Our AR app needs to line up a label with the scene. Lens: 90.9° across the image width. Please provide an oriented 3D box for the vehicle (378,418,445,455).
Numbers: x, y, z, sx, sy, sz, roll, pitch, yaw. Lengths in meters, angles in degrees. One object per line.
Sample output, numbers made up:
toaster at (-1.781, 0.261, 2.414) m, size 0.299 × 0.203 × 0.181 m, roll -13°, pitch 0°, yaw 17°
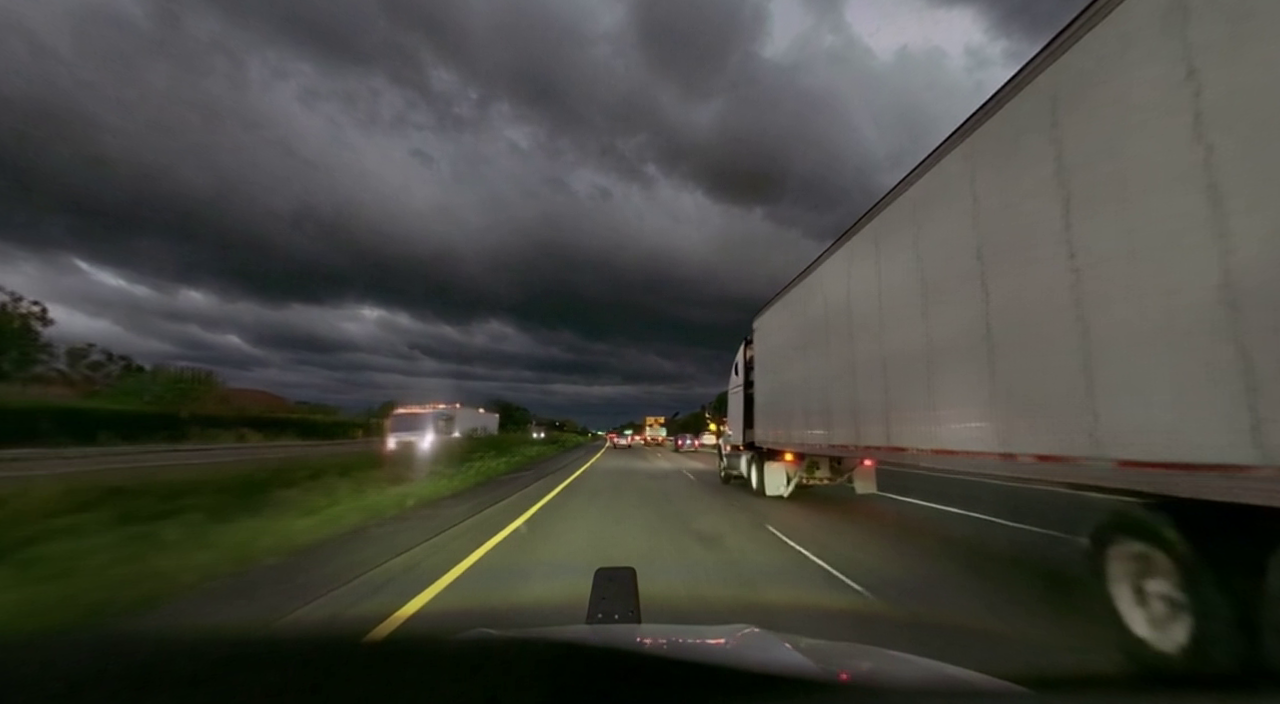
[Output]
vehicle at (-13.186, 4.911, 36.740) m, size 2.066 × 1.982 × 5.059 m, roll 0°, pitch -7°, yaw -1°

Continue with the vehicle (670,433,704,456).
vehicle at (3.147, 6.271, 42.811) m, size 1.813 × 1.454 × 4.197 m, roll 0°, pitch -7°, yaw -2°

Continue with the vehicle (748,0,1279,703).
vehicle at (4.158, 0.241, 7.546) m, size 2.965 × 4.033 × 14.299 m, roll 0°, pitch -7°, yaw -1°
